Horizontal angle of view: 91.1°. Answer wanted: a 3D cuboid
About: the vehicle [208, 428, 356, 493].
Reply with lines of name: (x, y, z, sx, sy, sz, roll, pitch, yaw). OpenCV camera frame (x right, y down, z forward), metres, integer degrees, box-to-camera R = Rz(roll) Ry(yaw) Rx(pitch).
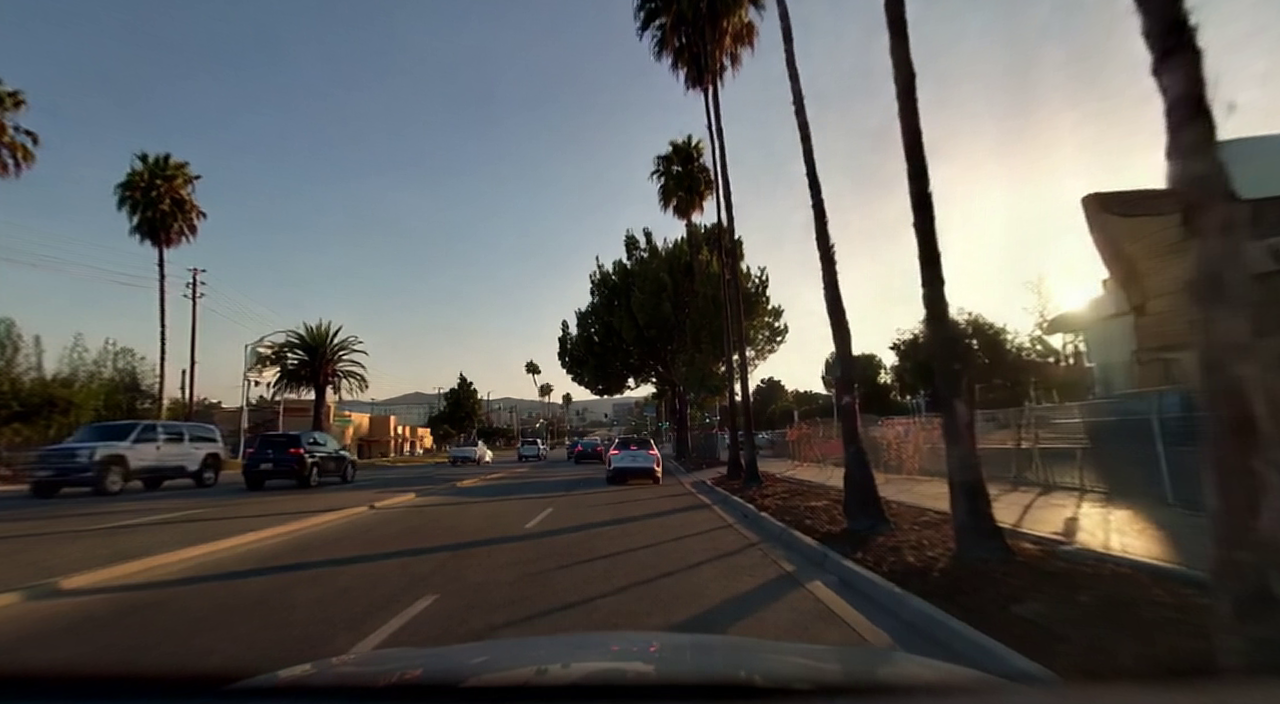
vehicle: (-10.724, 3.267, 19.265, 1.965, 1.743, 4.327, 0, -9, 0)

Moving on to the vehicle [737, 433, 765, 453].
vehicle: (7.979, 6.583, 45.341, 1.837, 1.416, 3.947, -1, -9, 9)

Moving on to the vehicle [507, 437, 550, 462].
vehicle: (-7.478, 6.574, 42.476, 2.099, 1.608, 4.420, 0, -9, 0)

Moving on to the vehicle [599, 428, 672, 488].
vehicle: (-0.102, 3.371, 20.201, 2.121, 1.710, 3.893, 0, -9, 1)

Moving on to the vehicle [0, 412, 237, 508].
vehicle: (-15.404, 3.119, 18.649, 2.726, 2.339, 6.253, 0, -9, -1)

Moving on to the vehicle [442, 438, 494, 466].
vehicle: (-11.136, 6.508, 41.055, 1.998, 1.731, 4.952, 0, -9, 0)
